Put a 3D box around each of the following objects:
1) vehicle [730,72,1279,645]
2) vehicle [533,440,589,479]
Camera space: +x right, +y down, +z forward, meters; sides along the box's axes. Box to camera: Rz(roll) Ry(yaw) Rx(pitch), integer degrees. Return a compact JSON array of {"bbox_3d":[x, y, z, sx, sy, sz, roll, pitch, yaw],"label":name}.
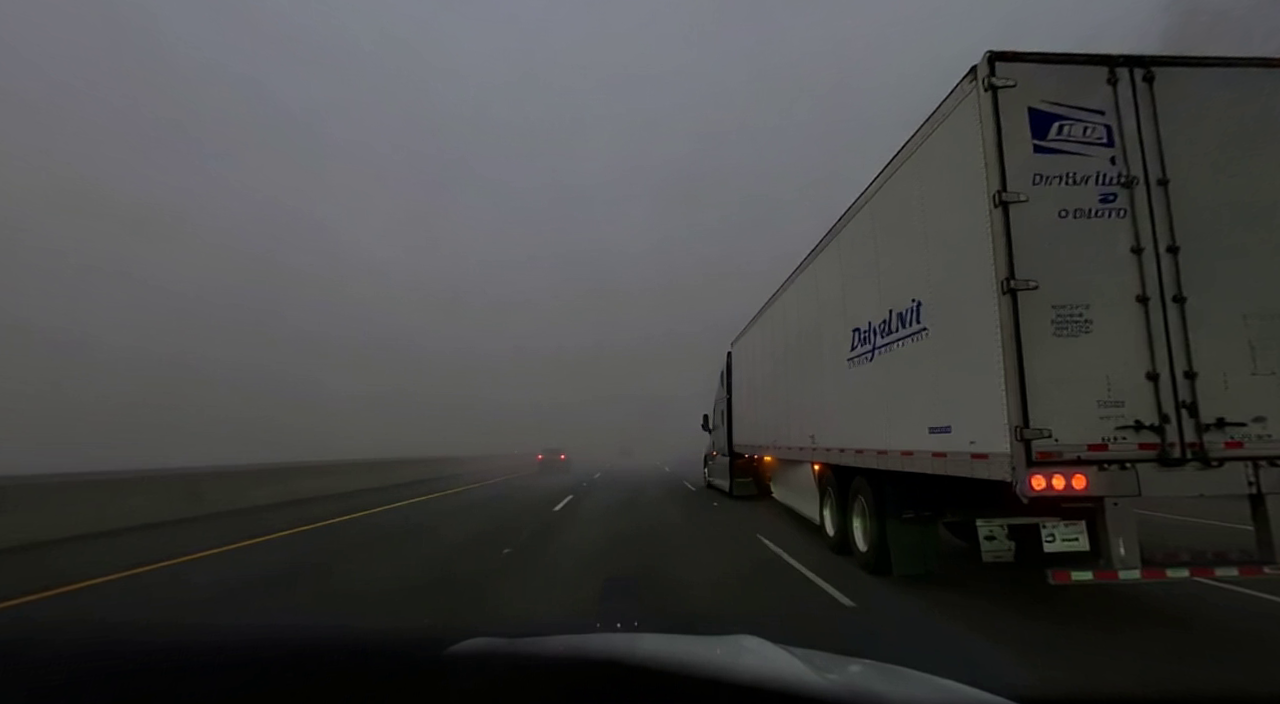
[{"bbox_3d":[3.962,0.829,10.806,2.962,4.132,12.720,0,-8,0],"label":"vehicle"},{"bbox_3d":[-3.527,4.886,28.955,2.030,1.657,3.926,0,-8,0],"label":"vehicle"}]
